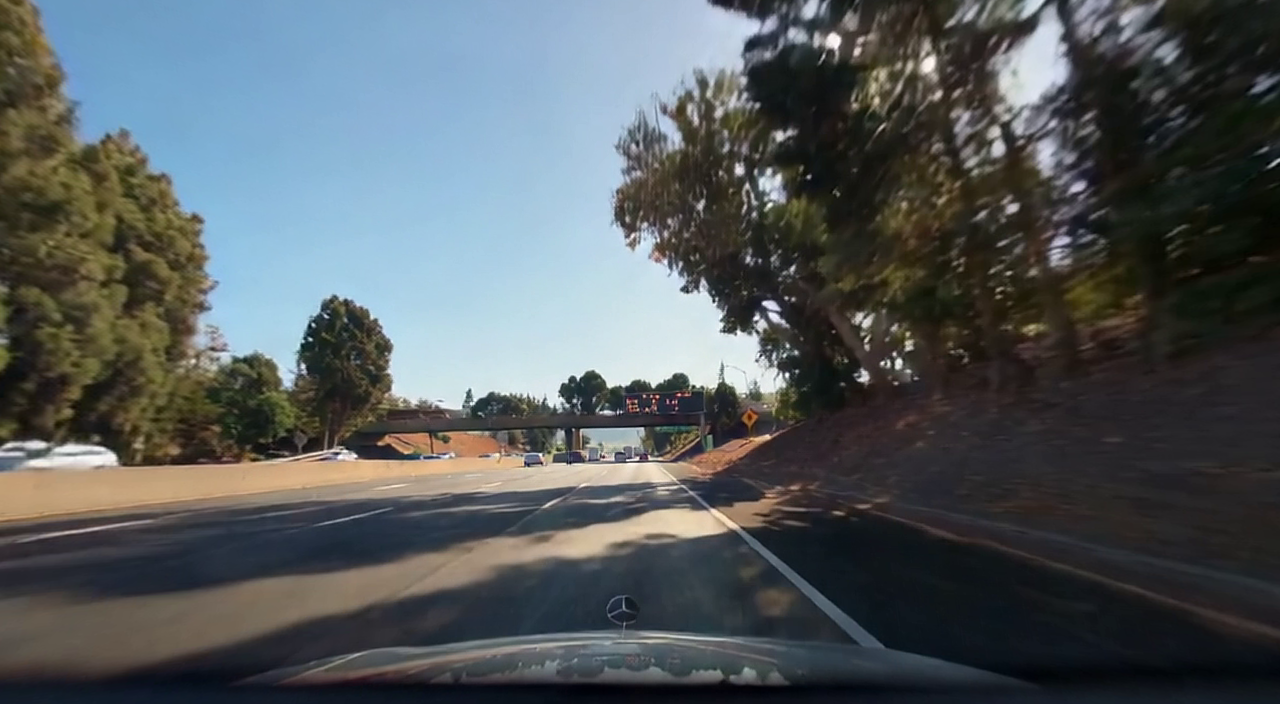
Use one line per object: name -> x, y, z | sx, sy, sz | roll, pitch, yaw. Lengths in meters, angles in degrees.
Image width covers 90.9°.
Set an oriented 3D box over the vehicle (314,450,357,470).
vehicle -> -20.785, 7.373, 43.139 | 1.447, 1.320, 3.188 | 1, -9, -3
